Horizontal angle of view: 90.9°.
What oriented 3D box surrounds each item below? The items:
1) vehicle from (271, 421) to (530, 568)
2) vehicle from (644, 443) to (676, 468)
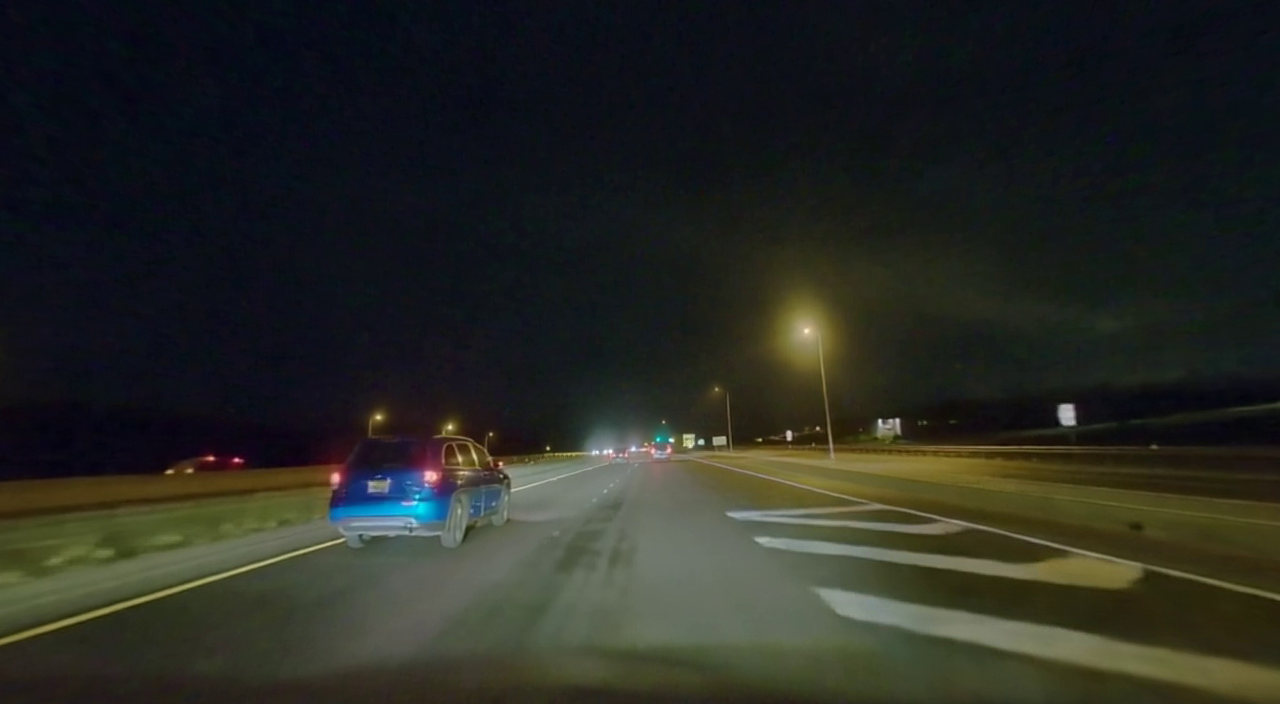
[{"bbox_3d":[-3.216,2.009,9.716,2.143,1.693,4.513,-1,-9,1],"label":"vehicle"},{"bbox_3d":[1.309,7.039,43.135,2.073,1.621,3.993,-1,-8,1],"label":"vehicle"}]
